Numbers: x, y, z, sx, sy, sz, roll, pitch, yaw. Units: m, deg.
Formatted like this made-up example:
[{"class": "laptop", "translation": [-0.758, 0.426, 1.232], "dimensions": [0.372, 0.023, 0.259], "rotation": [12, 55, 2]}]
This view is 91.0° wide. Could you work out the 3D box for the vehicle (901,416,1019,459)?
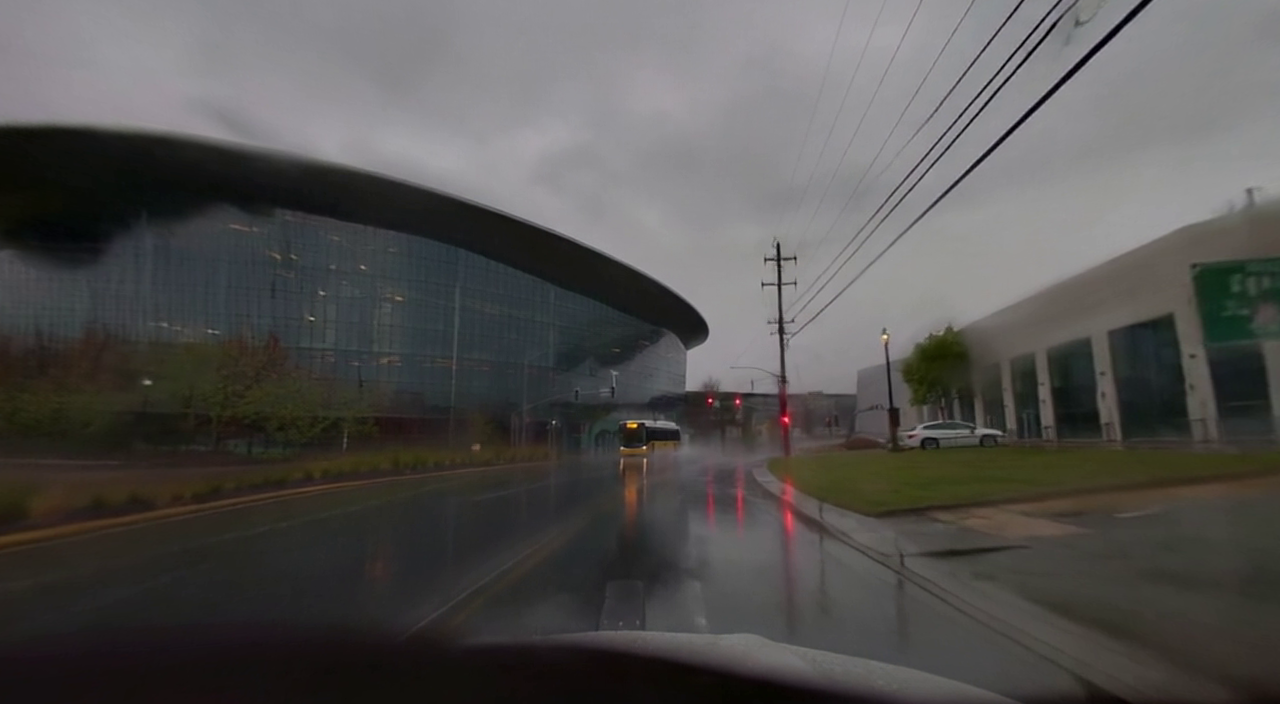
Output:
[{"class": "vehicle", "translation": [15.875, 4.312, 31.510], "dimensions": [4.647, 1.951, 2.304], "rotation": [-2, -10, 9]}]
